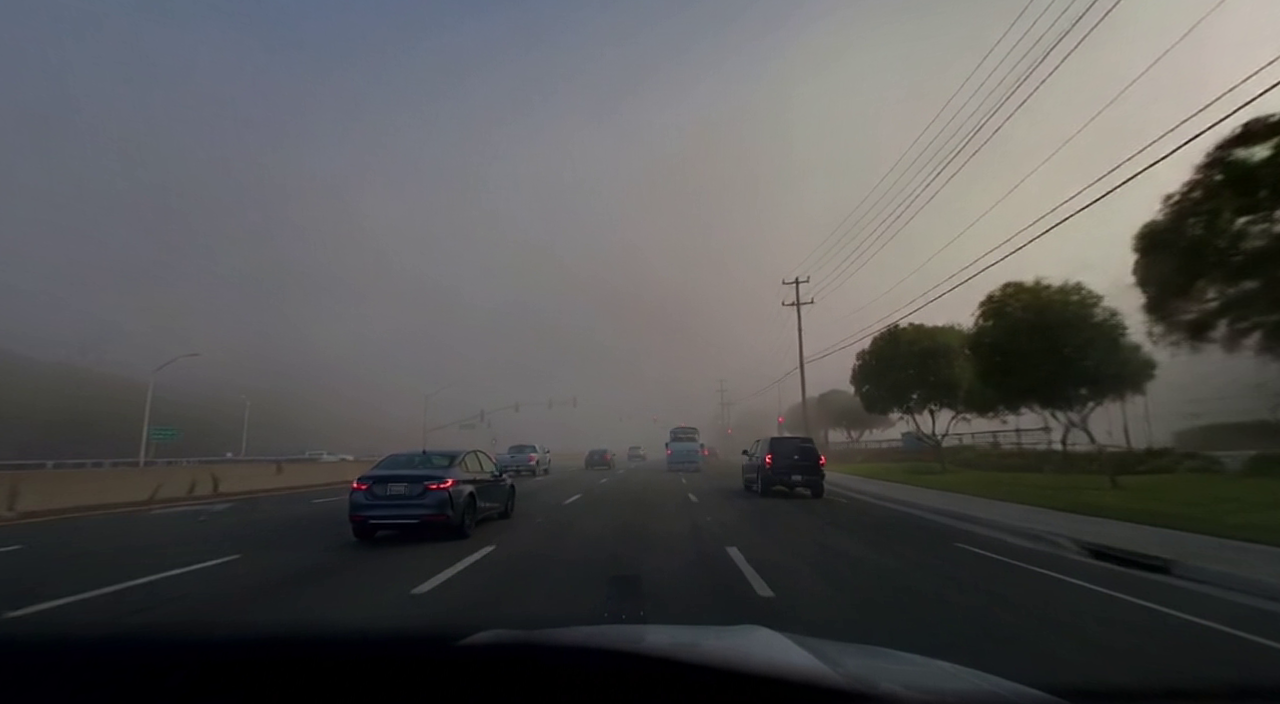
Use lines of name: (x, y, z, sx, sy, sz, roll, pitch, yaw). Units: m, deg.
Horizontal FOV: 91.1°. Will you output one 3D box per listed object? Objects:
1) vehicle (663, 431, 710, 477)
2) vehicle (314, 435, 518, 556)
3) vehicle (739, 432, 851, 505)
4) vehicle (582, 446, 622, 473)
vehicle: (2.809, 5.860, 36.432, 2.457, 2.440, 5.486, -1, -9, 7)
vehicle: (-3.460, 2.252, 10.550, 1.934, 1.643, 3.718, 0, -9, 2)
vehicle: (4.497, 3.444, 19.033, 2.283, 1.923, 4.427, 0, -9, 1)
vehicle: (-2.329, 6.673, 39.293, 1.984, 1.567, 4.311, -1, -9, 4)
